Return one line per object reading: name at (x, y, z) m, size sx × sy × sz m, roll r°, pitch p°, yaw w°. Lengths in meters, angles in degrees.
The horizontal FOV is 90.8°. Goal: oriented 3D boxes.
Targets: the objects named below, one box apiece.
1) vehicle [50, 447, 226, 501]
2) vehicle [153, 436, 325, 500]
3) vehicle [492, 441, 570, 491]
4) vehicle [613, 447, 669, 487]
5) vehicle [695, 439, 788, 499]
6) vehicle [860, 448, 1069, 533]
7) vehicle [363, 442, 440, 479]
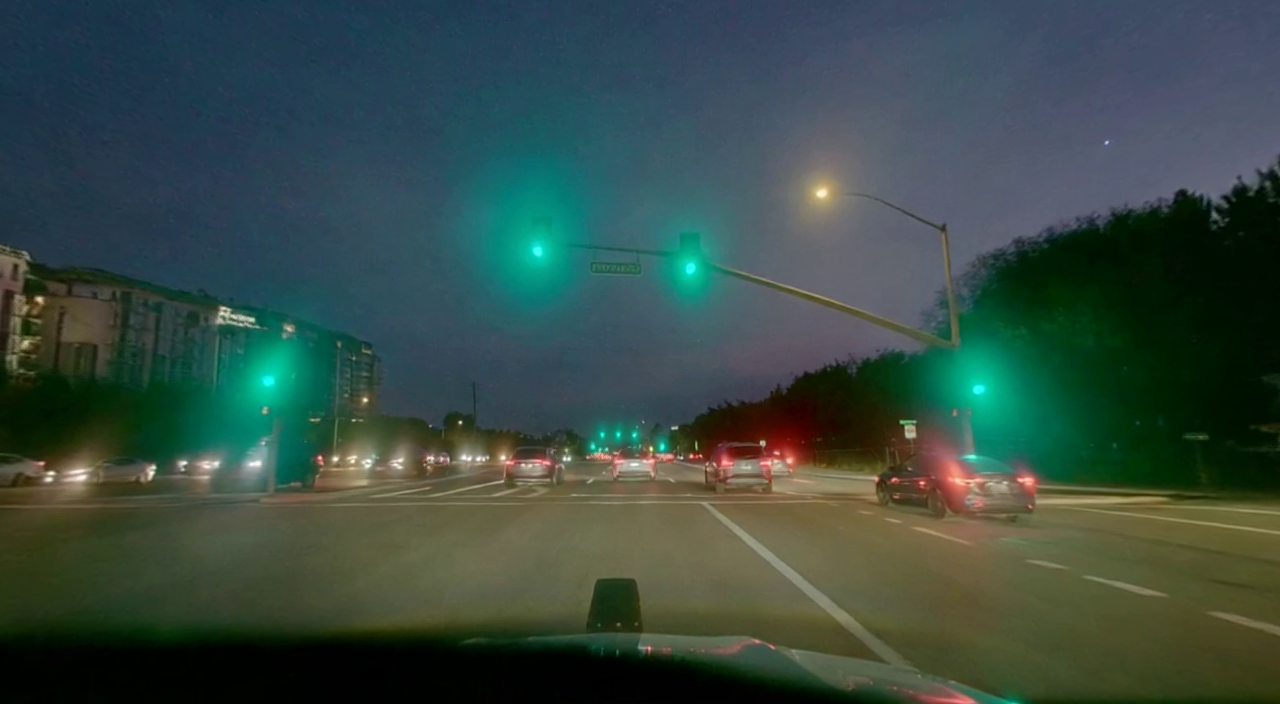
vehicle at (-15.998, 3.880, 20.531) m, size 2.071 × 1.473 × 4.444 m, roll -2°, pitch -9°, yaw 0°
vehicle at (-12.451, 3.606, 20.137) m, size 2.208 × 1.773 × 4.900 m, roll 0°, pitch -8°, yaw 0°
vehicle at (-3.930, 4.174, 23.565) m, size 2.172 × 1.671 × 4.175 m, roll 0°, pitch -8°, yaw 0°
vehicle at (-0.004, 4.690, 26.243) m, size 2.155 × 1.486 × 4.403 m, roll 0°, pitch -8°, yaw -1°
vehicle at (3.117, 3.692, 20.387) m, size 2.161 × 1.716 × 4.194 m, roll 0°, pitch -8°, yaw -2°
vehicle at (6.349, 2.718, 13.061) m, size 1.945 × 1.408 × 4.288 m, roll 0°, pitch -8°, yaw -2°
vehicle at (-12.762, 5.799, 34.179) m, size 2.259 × 1.804 × 4.990 m, roll 0°, pitch -8°, yaw -1°
